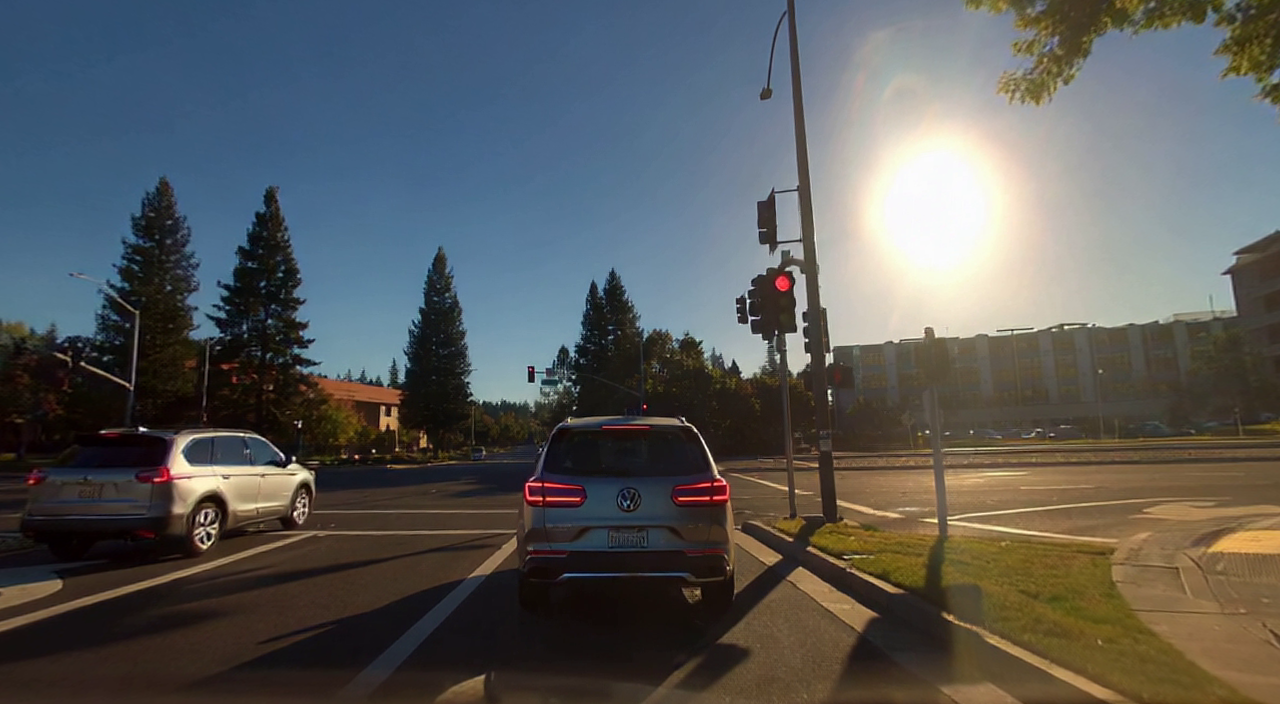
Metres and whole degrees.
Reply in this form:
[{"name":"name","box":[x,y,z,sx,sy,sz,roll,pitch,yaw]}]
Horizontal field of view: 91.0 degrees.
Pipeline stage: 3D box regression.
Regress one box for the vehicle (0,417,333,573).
[{"name":"vehicle","box":[-6.405,1.900,9.133,2.020,1.695,4.187,1,-9,-5]}]

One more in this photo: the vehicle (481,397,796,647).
[{"name":"vehicle","box":[-0.157,1.458,6.445,2.154,1.670,4.140,1,-9,-5]}]
